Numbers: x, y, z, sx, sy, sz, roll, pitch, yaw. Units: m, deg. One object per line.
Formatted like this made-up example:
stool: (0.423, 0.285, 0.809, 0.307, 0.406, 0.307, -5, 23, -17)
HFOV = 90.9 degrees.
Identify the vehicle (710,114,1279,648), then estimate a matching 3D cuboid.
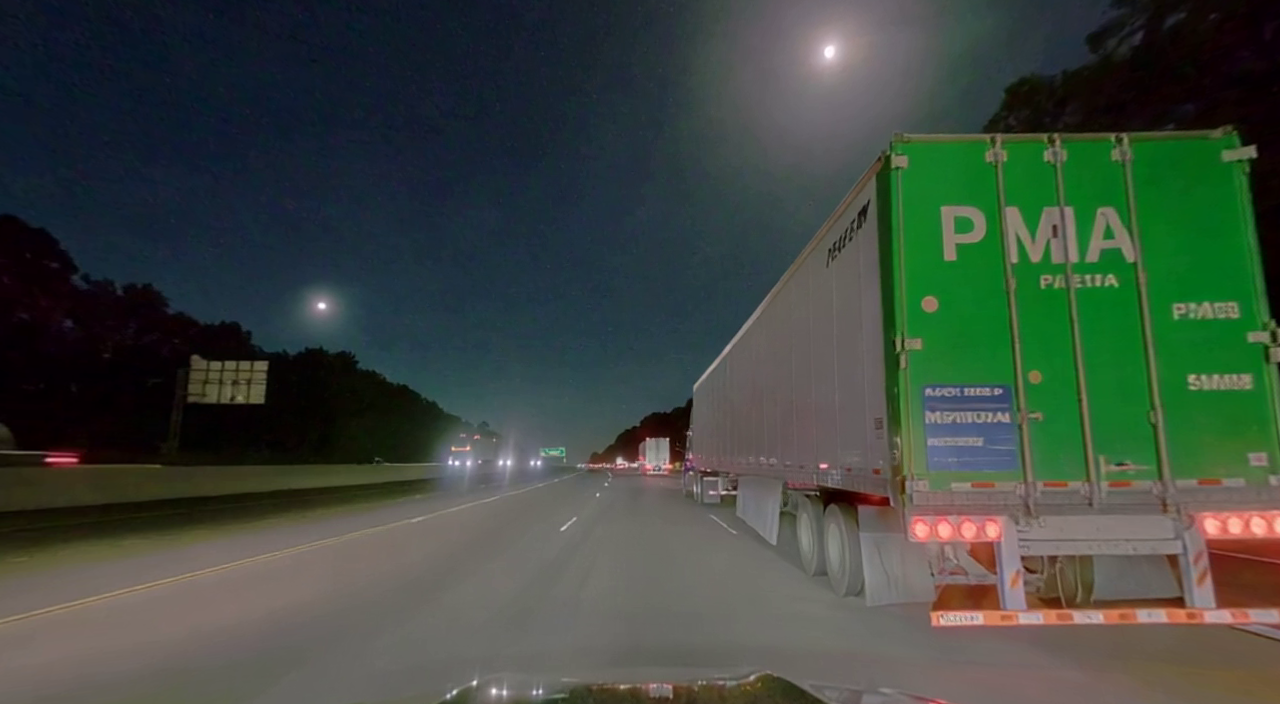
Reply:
vehicle: (3.558, 1.331, 11.657, 2.856, 4.040, 14.009, 1, -10, 0)
